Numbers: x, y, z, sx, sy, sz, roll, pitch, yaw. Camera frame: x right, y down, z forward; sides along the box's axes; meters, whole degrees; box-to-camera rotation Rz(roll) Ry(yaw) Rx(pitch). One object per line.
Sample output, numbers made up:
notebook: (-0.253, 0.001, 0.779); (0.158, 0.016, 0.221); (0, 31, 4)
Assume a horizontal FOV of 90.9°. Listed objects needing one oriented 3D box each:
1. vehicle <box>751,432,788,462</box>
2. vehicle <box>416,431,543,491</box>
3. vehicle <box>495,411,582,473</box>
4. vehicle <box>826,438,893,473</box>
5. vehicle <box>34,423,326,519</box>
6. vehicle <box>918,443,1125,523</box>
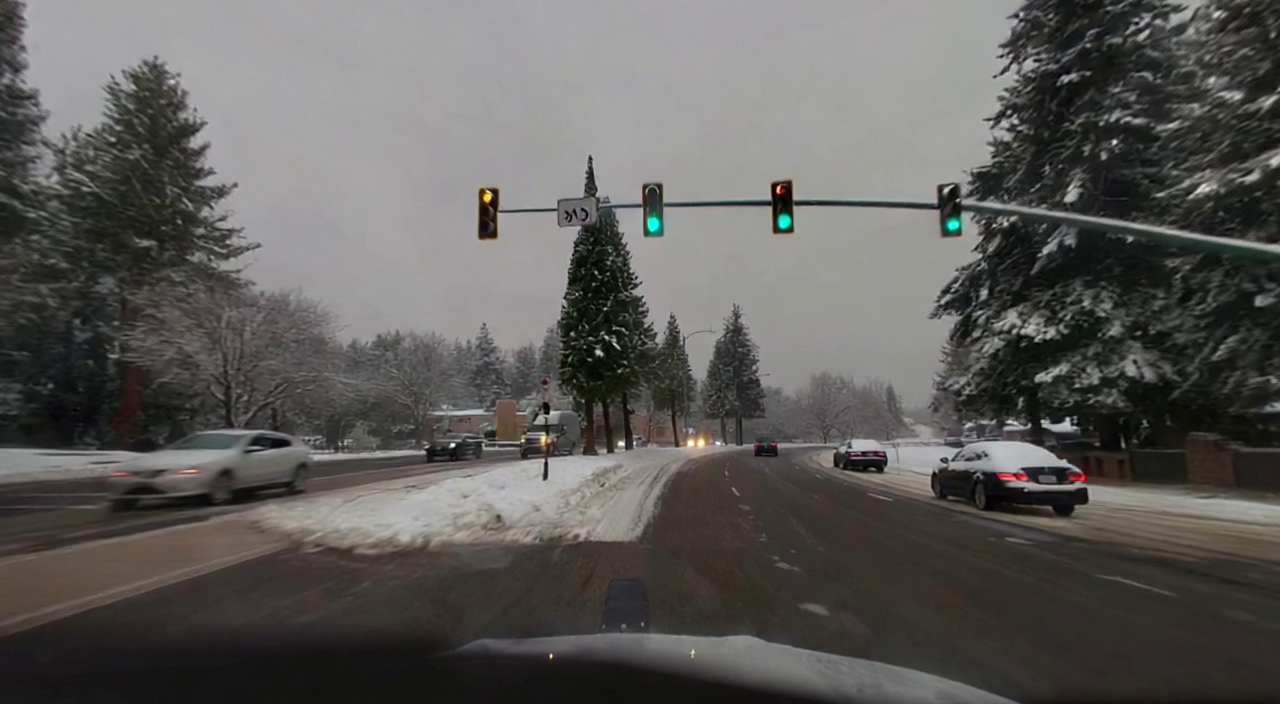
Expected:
vehicle: (7.818, 5.787, 38.418); (1.991, 1.684, 4.127); (-1, -8, 9)
vehicle: (-4.368, 3.013, 18.043); (2.036, 1.476, 4.557); (-1, -7, 6)
vehicle: (-3.909, 3.646, 25.537); (2.334, 2.214, 5.724); (0, -8, 3)
vehicle: (9.862, 4.657, 28.635); (1.855, 1.444, 4.389); (-1, -8, 6)
vehicle: (-8.345, 2.196, 12.189); (1.936, 1.470, 4.675); (-1, -8, 3)
vehicle: (7.663, 2.620, 13.298); (1.783, 1.386, 4.433); (0, -8, 3)
